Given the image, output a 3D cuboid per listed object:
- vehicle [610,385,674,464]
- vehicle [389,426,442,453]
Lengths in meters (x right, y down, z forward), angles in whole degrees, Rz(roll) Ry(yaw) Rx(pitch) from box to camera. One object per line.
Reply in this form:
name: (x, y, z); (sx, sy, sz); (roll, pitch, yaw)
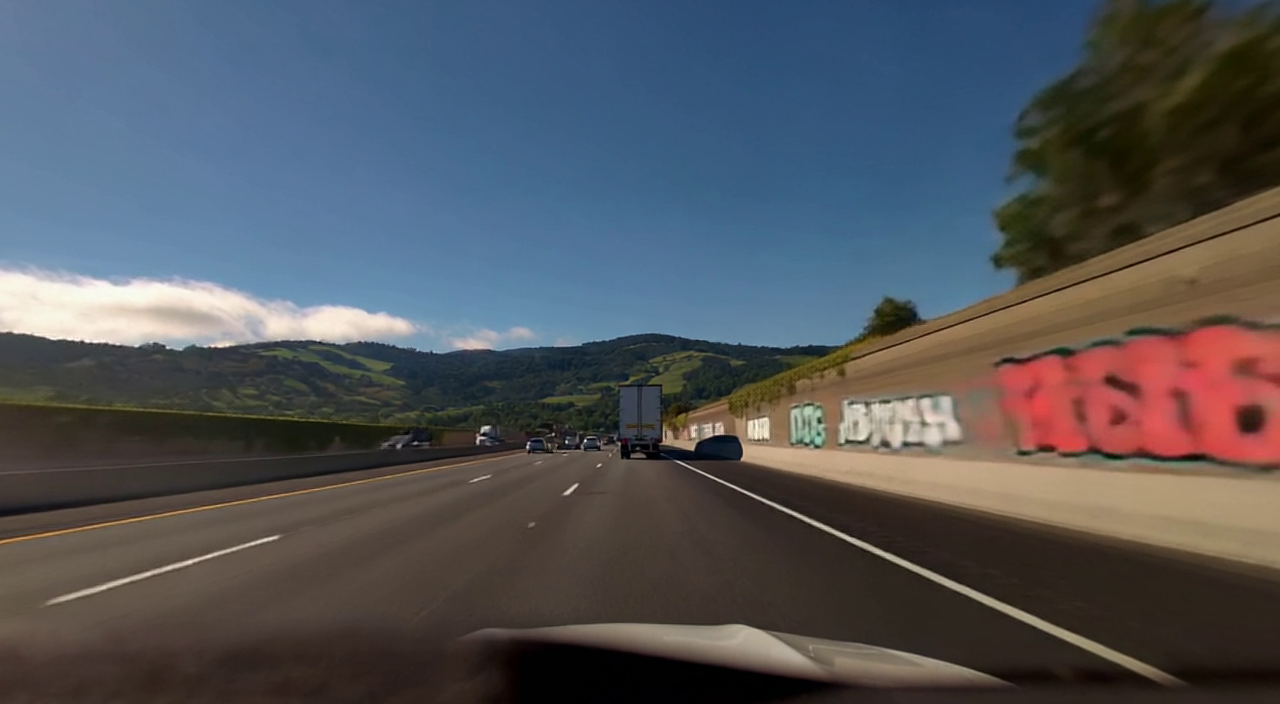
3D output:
vehicle: (-0.142, 4.184, 35.610); (2.921, 3.765, 10.773); (1, -8, -3)
vehicle: (-15.765, 6.166, 44.527); (2.030, 1.734, 4.748); (0, -8, -1)
